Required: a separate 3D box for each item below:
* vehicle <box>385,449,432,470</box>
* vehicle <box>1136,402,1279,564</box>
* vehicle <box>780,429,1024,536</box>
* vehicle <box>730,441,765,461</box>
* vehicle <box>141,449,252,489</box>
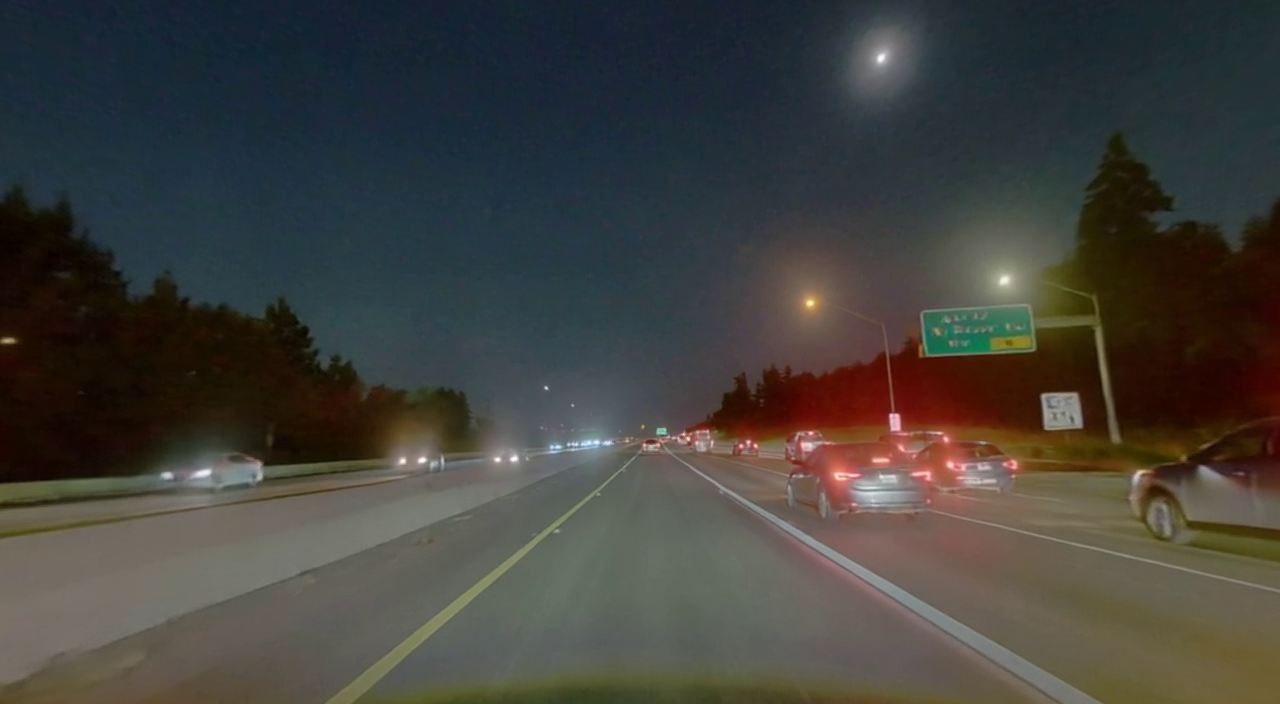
[{"bbox_3d":[-17.555,8.173,48.098,1.882,1.477,4.563,0,-8,0],"label":"vehicle"},{"bbox_3d":[7.725,1.319,6.210,1.966,1.686,4.532,0,-8,0],"label":"vehicle"},{"bbox_3d":[4.245,2.205,11.426,2.223,1.483,5.075,0,-8,0],"label":"vehicle"},{"bbox_3d":[8.186,7.558,48.375,1.919,1.476,4.303,0,-8,-1],"label":"vehicle"},{"bbox_3d":[-21.565,5.671,30.945,2.117,1.716,4.533,0,-8,0],"label":"vehicle"}]
